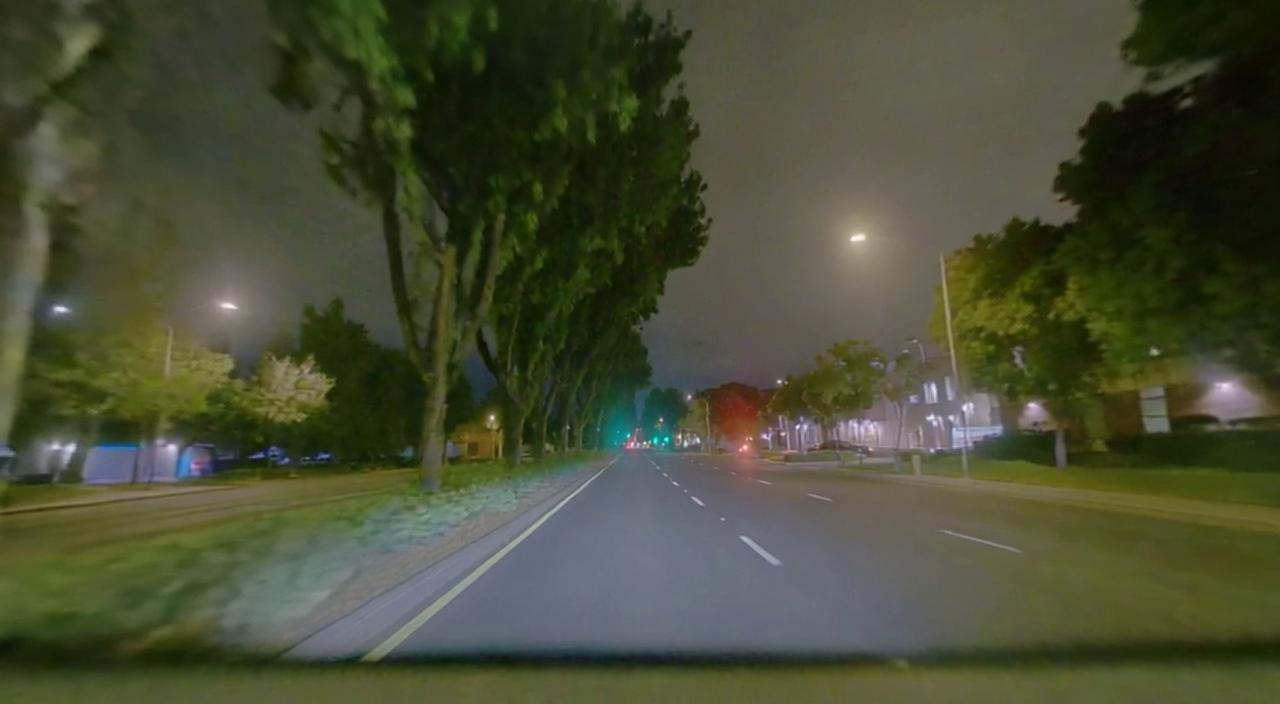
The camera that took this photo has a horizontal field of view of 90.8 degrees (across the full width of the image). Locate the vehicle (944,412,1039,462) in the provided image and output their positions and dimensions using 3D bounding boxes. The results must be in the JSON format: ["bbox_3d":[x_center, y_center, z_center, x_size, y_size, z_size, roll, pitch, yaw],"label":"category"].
[{"bbox_3d":[21.688,5.335,39.367,2.400,2.851,5.992,0,-8,0],"label":"vehicle"}]
